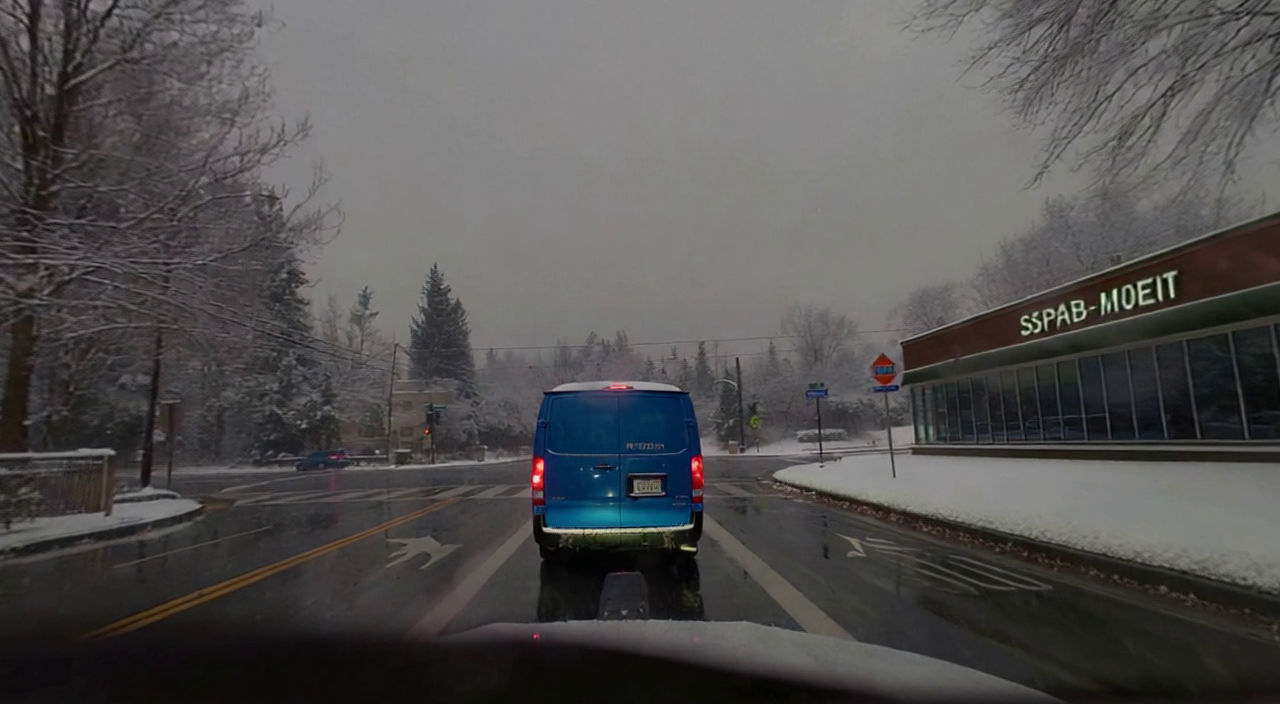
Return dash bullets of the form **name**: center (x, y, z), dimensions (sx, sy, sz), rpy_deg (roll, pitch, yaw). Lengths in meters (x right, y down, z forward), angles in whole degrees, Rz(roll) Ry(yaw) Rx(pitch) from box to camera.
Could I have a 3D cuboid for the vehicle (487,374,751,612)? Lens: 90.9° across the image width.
- **vehicle**: center (-0.296, 1.466, 7.290), dimensions (2.181, 1.949, 3.932), rpy_deg (1, -9, -4)
